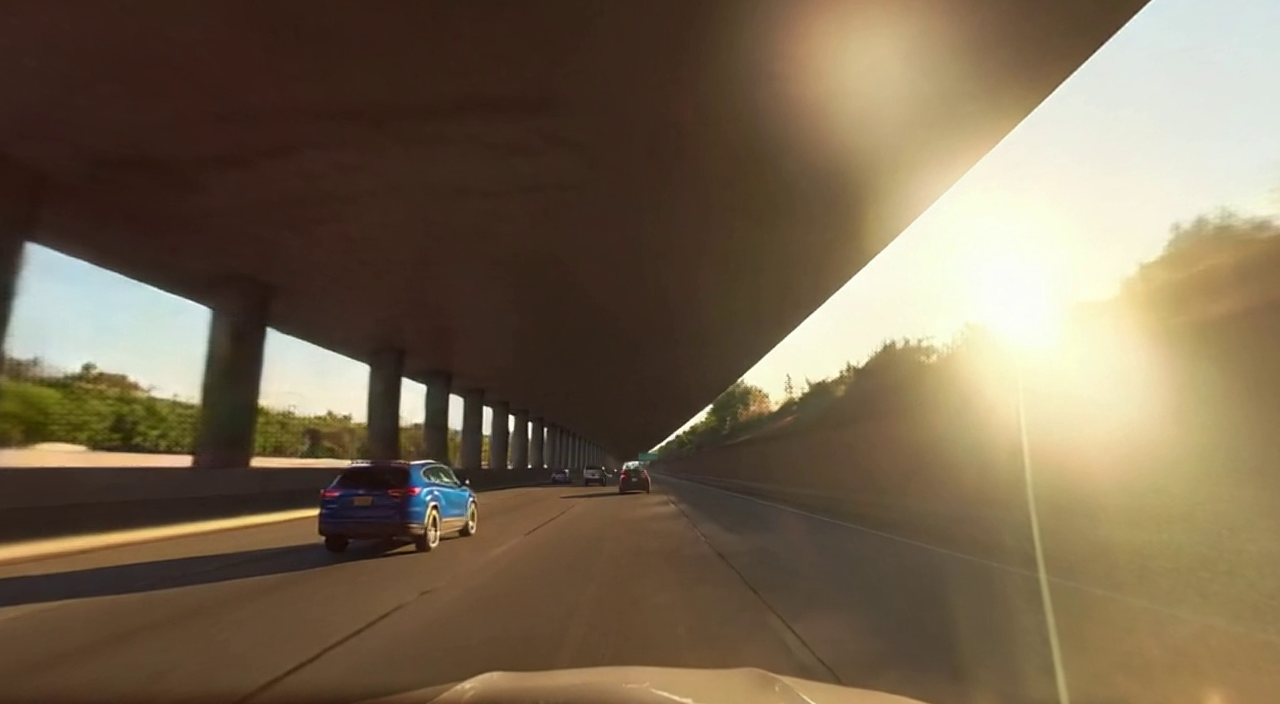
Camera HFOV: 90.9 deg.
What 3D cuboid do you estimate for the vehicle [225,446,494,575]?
[{"bbox_3d":[-3.960,2.369,10.053,2.102,1.521,4.687,1,-11,0],"label":"vehicle"}]

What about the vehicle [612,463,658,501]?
[{"bbox_3d":[-0.252,6.048,29.437,1.992,1.601,3.762,1,-11,-1],"label":"vehicle"}]
